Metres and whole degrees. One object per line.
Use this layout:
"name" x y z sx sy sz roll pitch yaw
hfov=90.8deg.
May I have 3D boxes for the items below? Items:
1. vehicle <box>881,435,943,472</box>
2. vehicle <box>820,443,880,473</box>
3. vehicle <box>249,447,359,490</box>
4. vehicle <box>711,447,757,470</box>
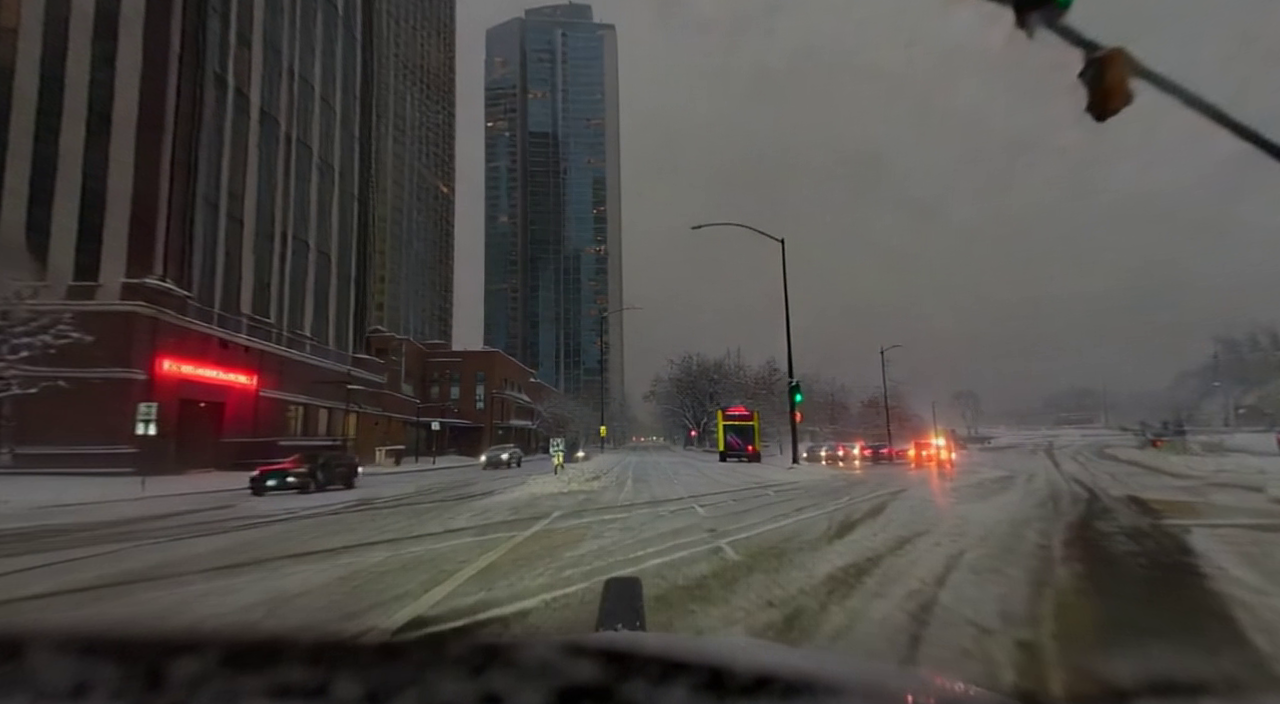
"vehicle" 15.024 5.538 34.712 2.232 1.814 5.285 -5 -10 31
"vehicle" 11.881 5.899 35.536 2.023 1.527 5.016 -5 -10 31
"vehicle" -14.546 5.035 27.732 2.161 1.681 4.743 0 -9 1
"vehicle" 6.673 7.623 45.564 2.675 1.452 4.213 -1 -8 0
